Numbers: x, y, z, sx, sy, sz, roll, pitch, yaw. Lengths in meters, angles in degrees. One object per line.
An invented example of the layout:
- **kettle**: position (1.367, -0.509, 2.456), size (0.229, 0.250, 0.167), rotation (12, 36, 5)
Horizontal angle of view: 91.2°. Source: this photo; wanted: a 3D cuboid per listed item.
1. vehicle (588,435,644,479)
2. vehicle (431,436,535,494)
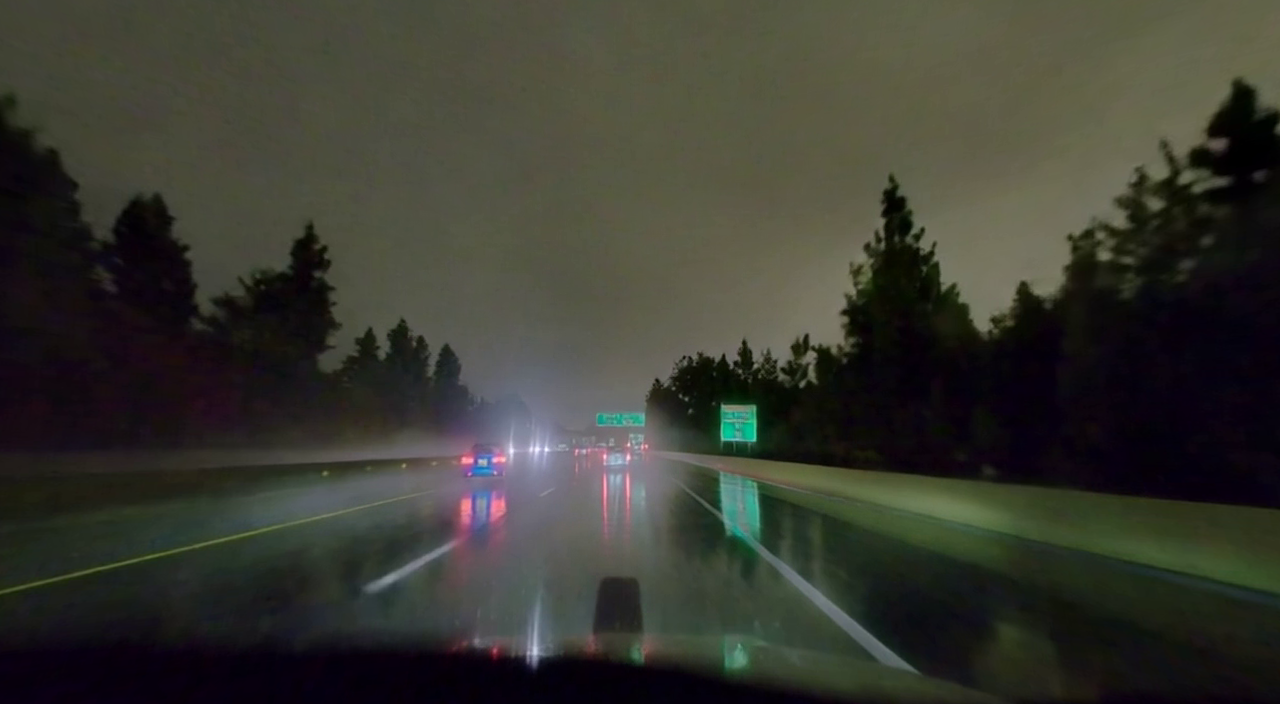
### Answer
- **vehicle**: position (-1.023, 4.479, 27.013), size (2.220, 1.711, 4.056), rotation (0, -9, -2)
- **vehicle**: position (-4.824, 3.554, 20.043), size (2.103, 1.588, 4.709), rotation (-1, -9, 0)
